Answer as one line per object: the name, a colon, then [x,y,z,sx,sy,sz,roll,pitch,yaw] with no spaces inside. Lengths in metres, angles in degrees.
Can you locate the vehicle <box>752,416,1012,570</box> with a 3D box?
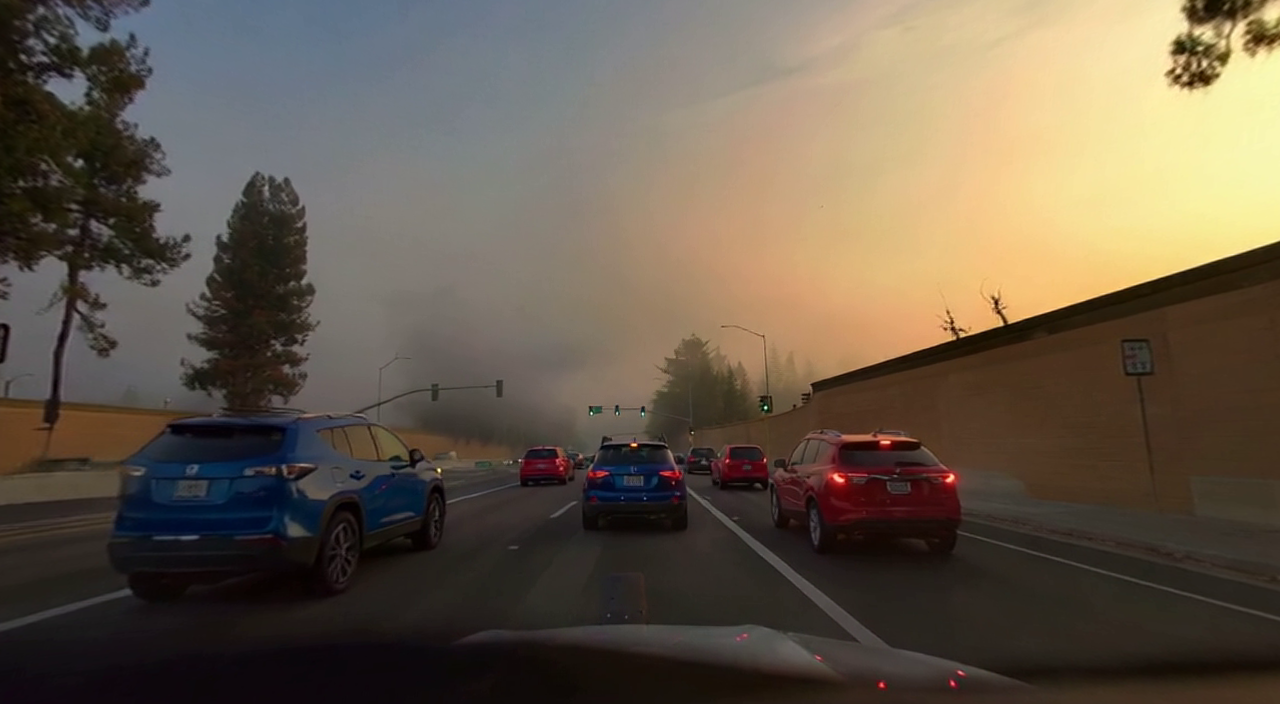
vehicle: [3.097,1.885,9.249,2.029,1.702,4.281,0,-8,-1]

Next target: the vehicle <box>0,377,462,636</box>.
vehicle: [-3.673,1.463,6.975,2.070,1.913,4.450,0,-8,0]

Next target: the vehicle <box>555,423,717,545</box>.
vehicle: [-0.034,2.126,10.781,2.245,1.677,3.913,0,-8,1]

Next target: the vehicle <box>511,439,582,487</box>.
vehicle: [-3.660,4.450,25.669,2.067,1.759,4.631,0,-8,1]
